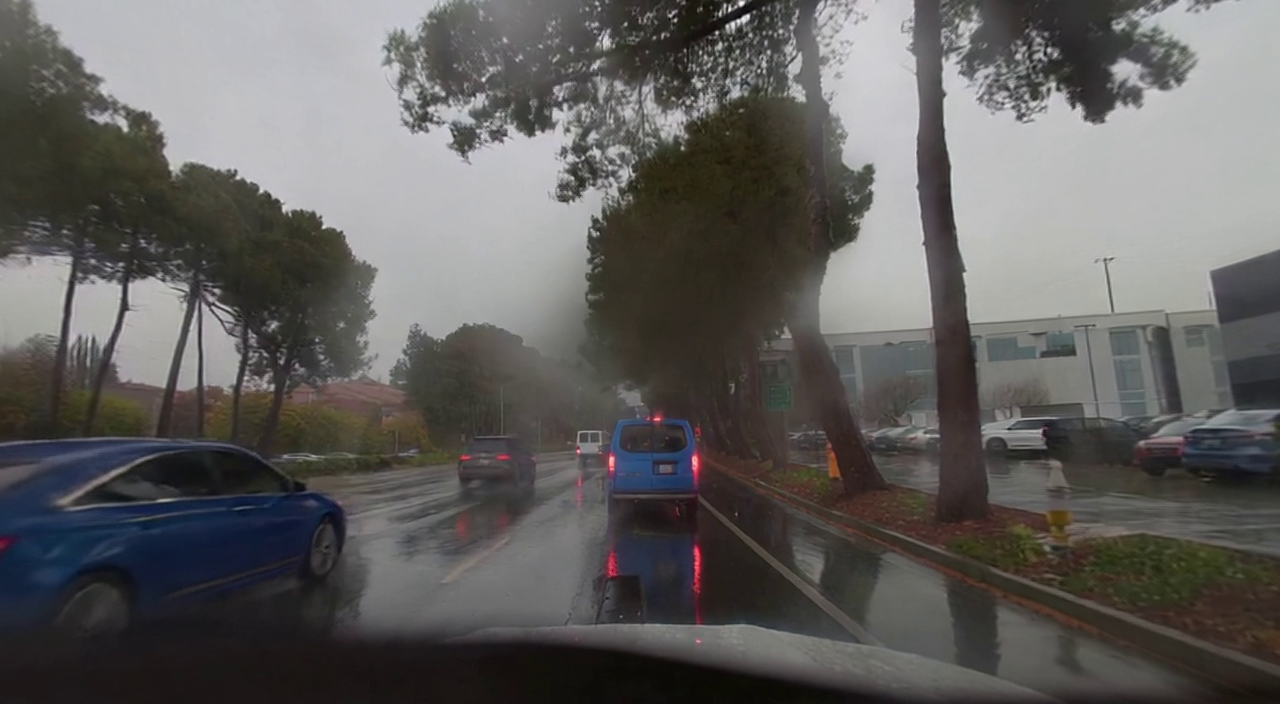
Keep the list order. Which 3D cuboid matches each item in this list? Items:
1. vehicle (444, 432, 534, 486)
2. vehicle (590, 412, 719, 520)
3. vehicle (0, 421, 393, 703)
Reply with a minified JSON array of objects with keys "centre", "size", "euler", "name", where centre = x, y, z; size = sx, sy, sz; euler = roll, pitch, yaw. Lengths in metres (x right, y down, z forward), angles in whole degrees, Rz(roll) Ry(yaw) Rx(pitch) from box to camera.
[{"centre":[-5.205,3.765,22.527],"size":[2.116,1.714,4.757],"euler":[0,-9,-1],"name":"vehicle"},{"centre":[0.311,2.255,12.899],"size":[2.173,1.830,4.189],"euler":[0,-9,2],"name":"vehicle"},{"centre":[-3.986,1.356,4.930],"size":[1.991,1.459,4.813],"euler":[0,-9,3],"name":"vehicle"}]
